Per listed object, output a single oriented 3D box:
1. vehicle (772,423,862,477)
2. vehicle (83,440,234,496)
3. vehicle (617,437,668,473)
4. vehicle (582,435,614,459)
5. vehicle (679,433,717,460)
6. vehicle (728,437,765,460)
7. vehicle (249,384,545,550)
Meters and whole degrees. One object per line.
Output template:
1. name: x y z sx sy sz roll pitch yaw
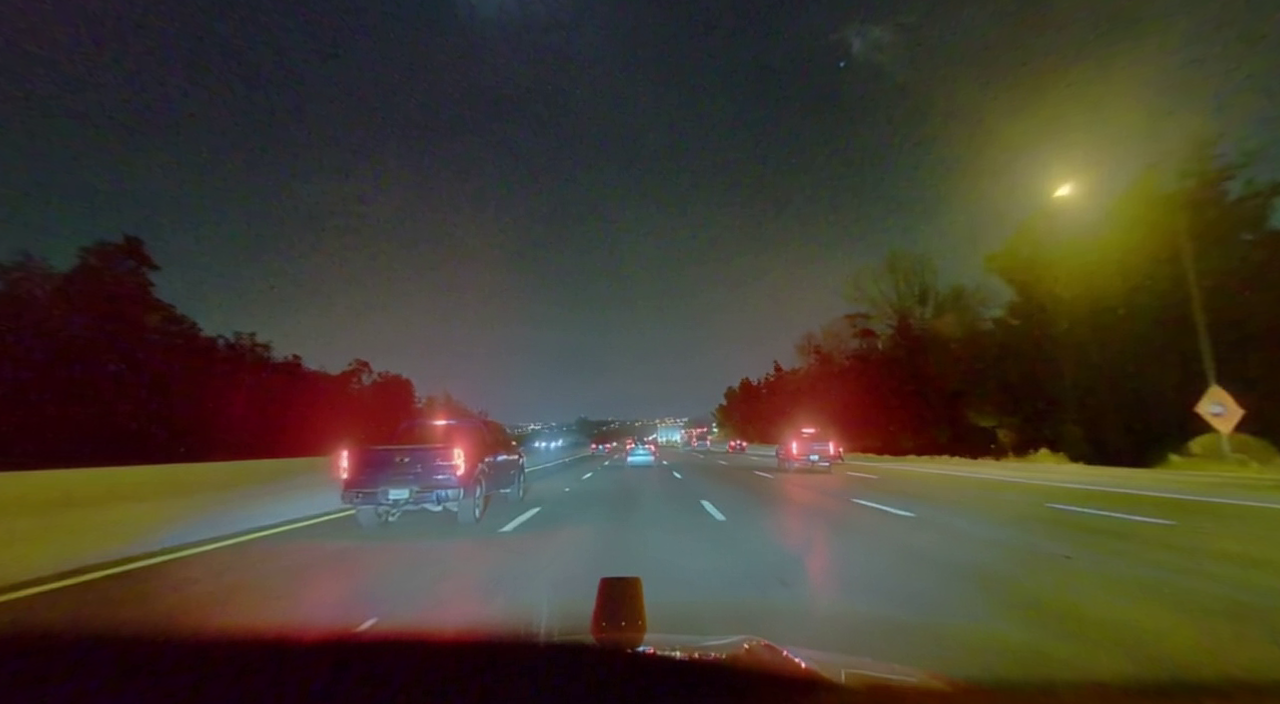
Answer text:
1. vehicle: 6.913 3.904 25.301 2.094 1.916 5.099 0 -8 0
2. vehicle: -20.410 4.892 27.173 2.109 2.143 5.501 0 -8 0
3. vehicle: 0.088 4.500 27.763 2.071 1.464 4.162 0 -8 0
4. vehicle: -3.179 7.346 48.704 2.140 1.720 4.410 0 -8 0
5. vehicle: 4.091 6.795 45.543 2.272 1.803 5.416 0 -8 0
6. vehicle: 7.523 6.890 45.032 1.894 1.511 4.148 0 -8 -1
7. vehicle: -3.366 1.799 10.516 2.487 1.979 5.742 0 -8 2
